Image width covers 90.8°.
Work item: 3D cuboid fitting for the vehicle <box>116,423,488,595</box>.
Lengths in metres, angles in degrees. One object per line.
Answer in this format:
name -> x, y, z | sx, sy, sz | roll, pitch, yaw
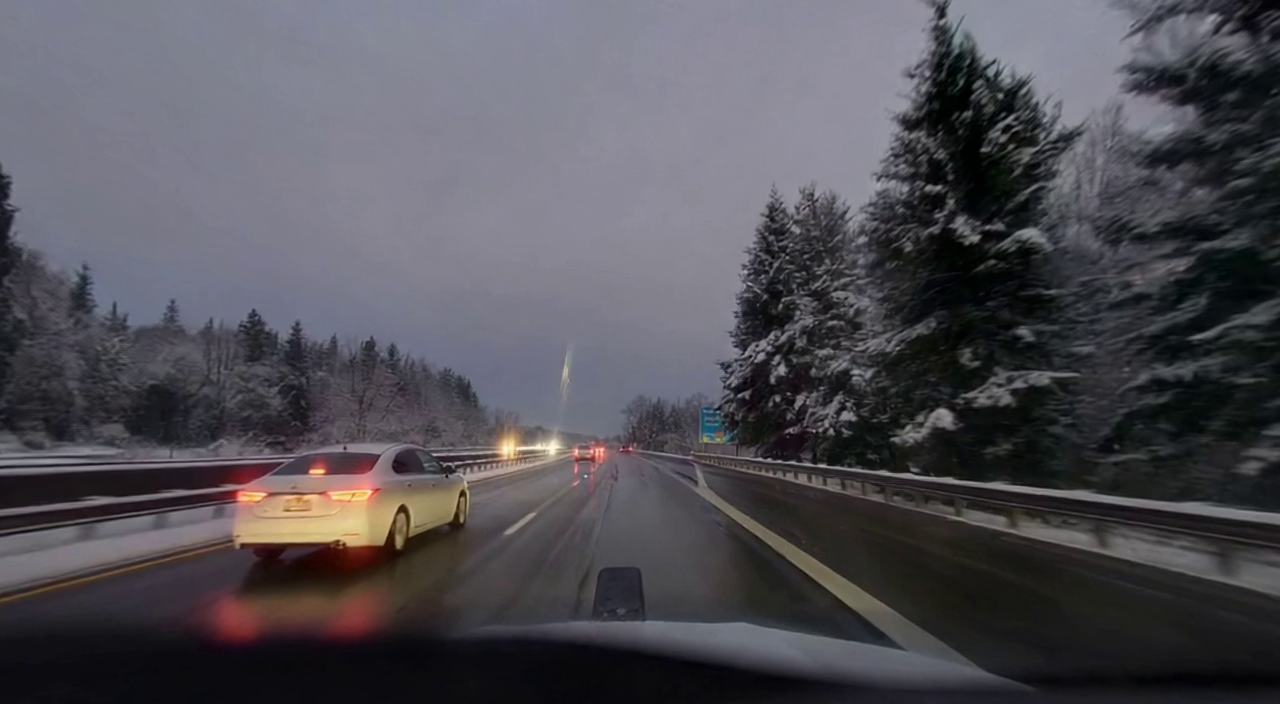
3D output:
vehicle -> -3.754, 1.851, 8.430 | 2.184, 1.574, 5.004 | 0, -9, 0
